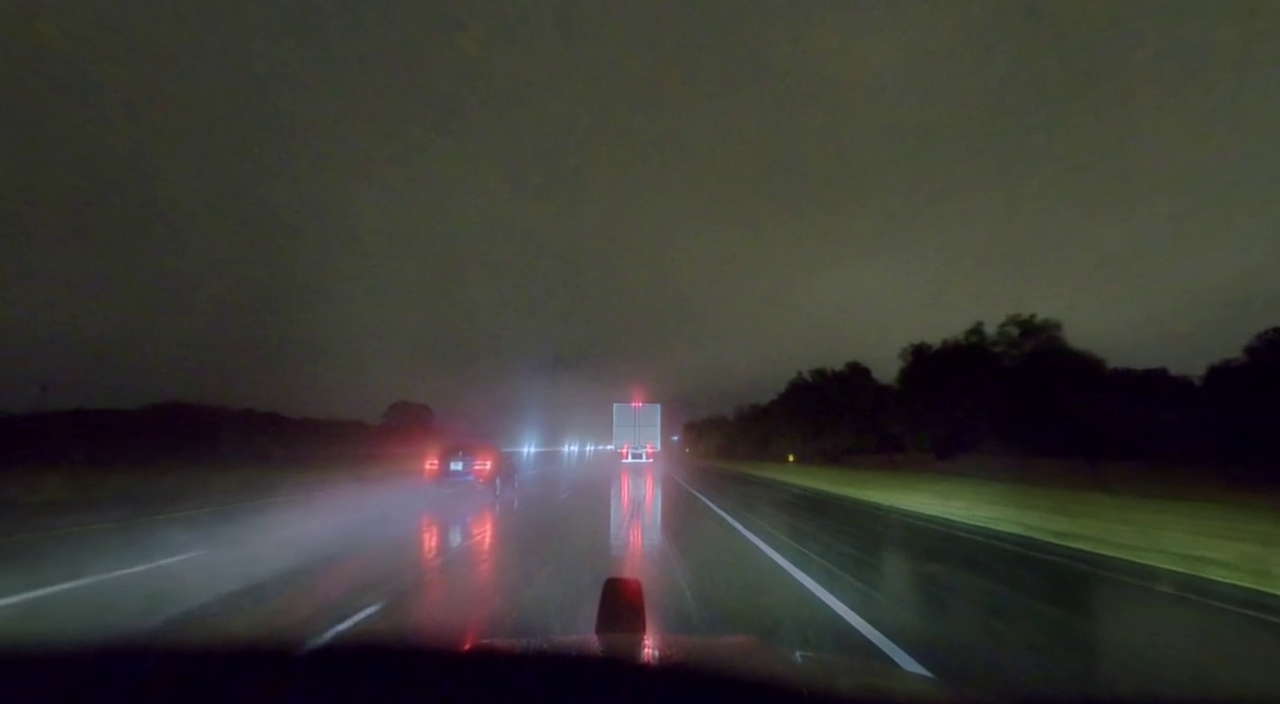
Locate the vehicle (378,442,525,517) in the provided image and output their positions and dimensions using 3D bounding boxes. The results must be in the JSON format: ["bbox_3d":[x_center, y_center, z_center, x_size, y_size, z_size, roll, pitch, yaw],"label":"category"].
[{"bbox_3d":[-4.193,2.915,15.051,1.892,1.471,5.047,0,-9,1],"label":"vehicle"}]
